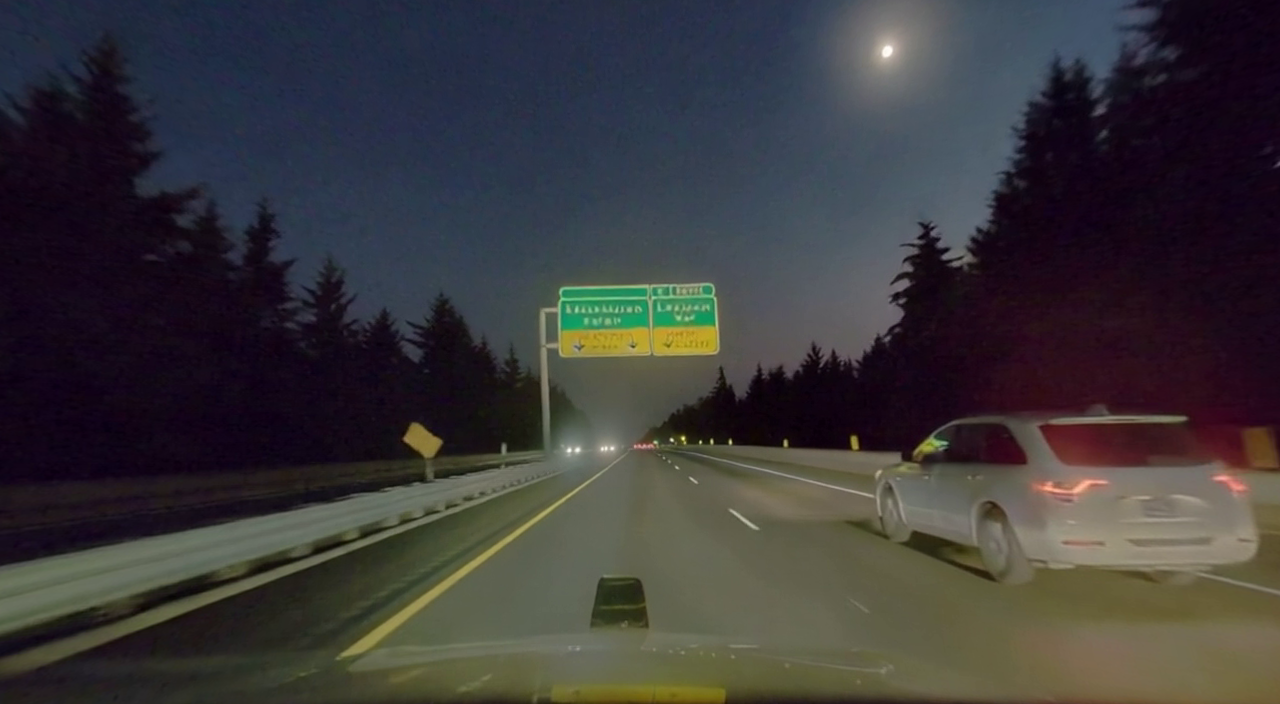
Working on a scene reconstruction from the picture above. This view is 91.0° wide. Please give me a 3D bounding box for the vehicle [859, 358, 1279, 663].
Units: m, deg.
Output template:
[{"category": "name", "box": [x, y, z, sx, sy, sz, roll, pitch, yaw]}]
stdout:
[{"category": "vehicle", "box": [4.209, 1.274, 6.181, 2.360, 1.798, 4.781, 0, -8, 0]}]
